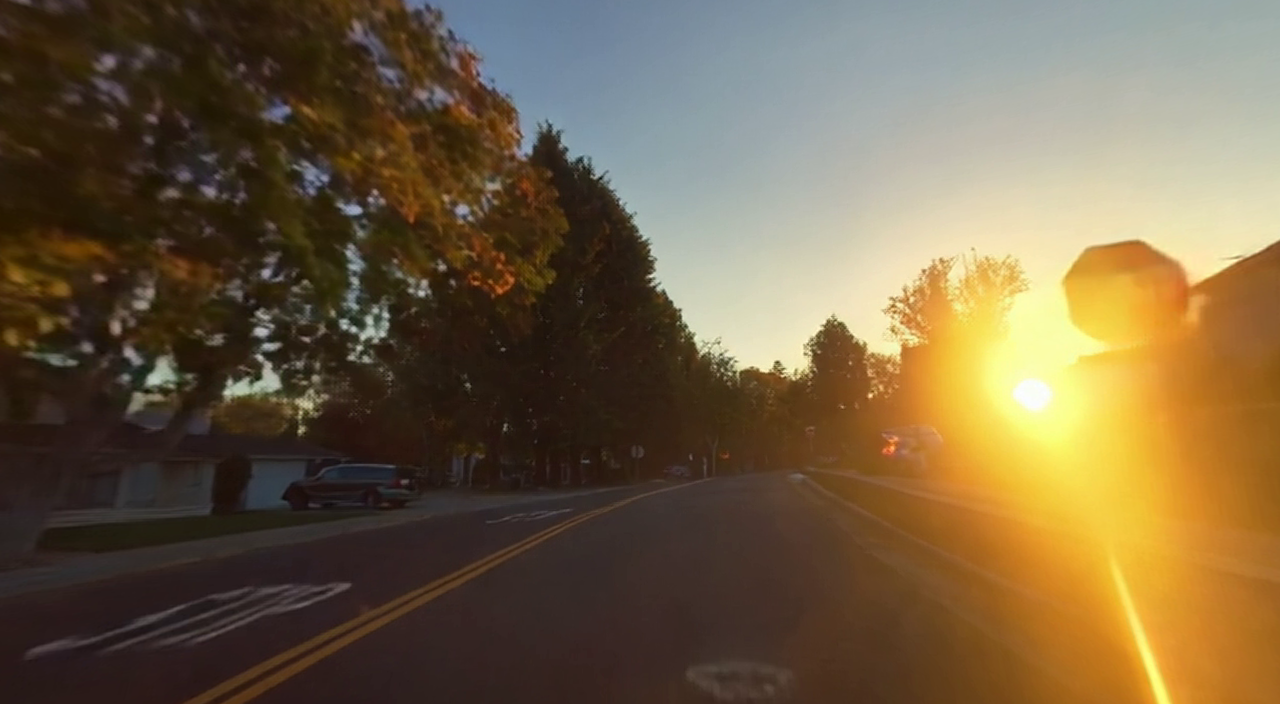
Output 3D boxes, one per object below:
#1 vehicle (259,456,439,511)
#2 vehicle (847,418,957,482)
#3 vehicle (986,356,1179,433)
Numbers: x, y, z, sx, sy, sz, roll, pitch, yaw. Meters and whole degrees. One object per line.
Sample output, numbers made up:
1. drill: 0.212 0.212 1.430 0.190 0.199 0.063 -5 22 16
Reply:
1. vehicle: -10.820 4.997 23.851 5.643 1.759 2.110 0 -19 1
2. vehicle: 8.686 3.310 21.433 2.163 1.885 4.804 -2 -8 7
3. vehicle: 14.120 1.312 20.384 4.539 2.010 2.163 -4 -1 1
